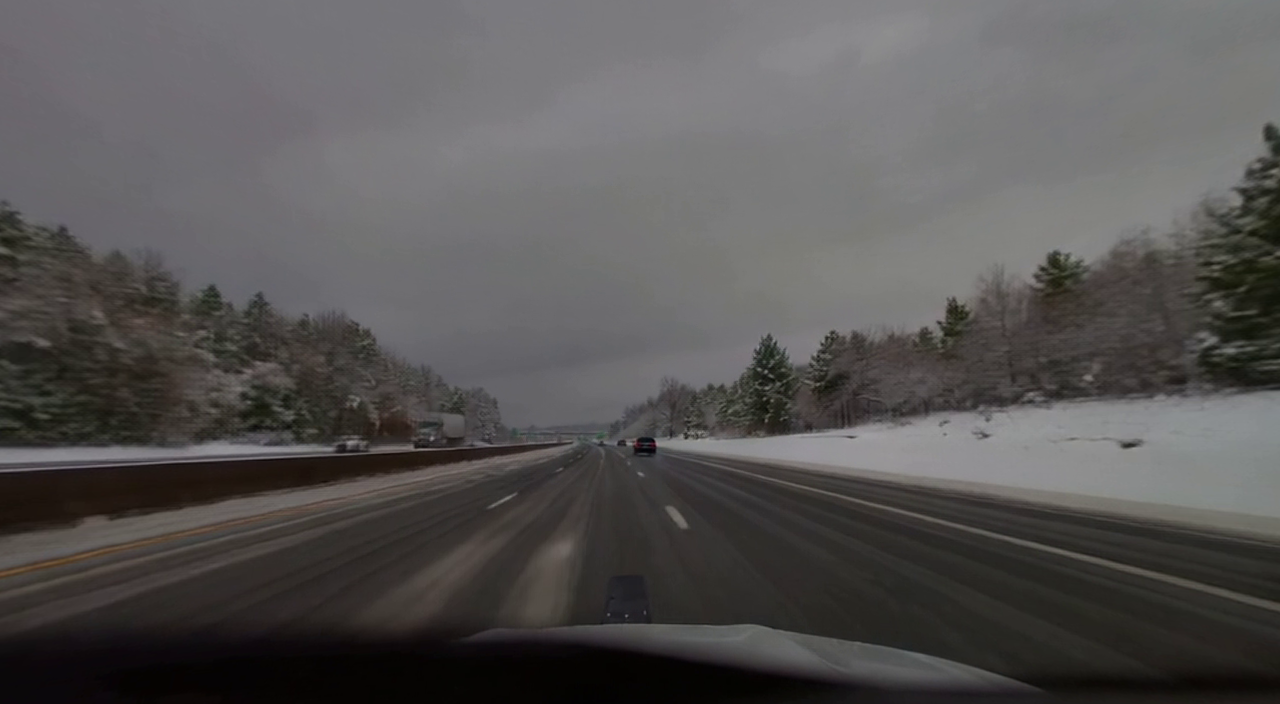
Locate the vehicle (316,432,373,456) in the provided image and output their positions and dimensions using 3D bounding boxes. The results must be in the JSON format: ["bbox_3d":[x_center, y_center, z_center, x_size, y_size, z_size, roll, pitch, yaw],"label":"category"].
[{"bbox_3d":[-19.108,5.975,40.887,1.737,1.473,4.119,0,-8,-1],"label":"vehicle"}]
